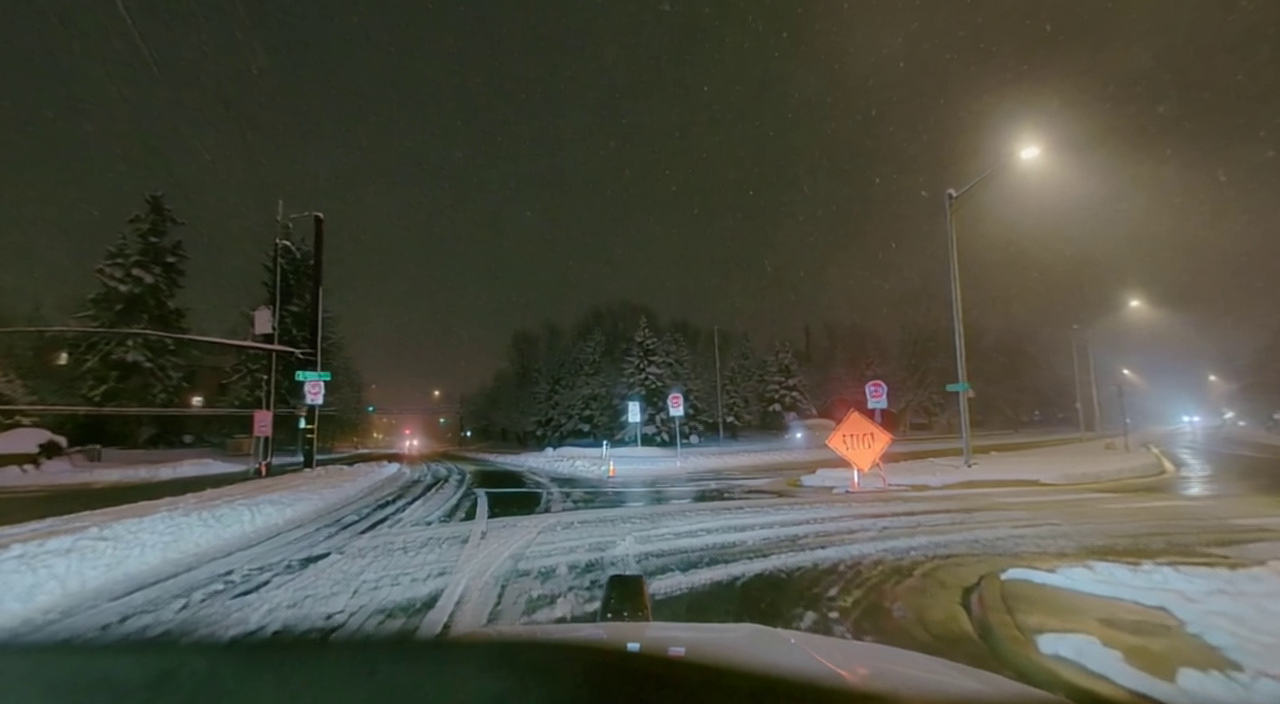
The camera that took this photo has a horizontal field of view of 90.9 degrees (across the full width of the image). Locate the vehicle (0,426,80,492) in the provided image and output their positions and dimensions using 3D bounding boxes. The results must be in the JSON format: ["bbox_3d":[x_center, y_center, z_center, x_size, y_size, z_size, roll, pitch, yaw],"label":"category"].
[{"bbox_3d":[-18.230,3.126,18.667,2.159,1.734,4.292,8,-12,-43],"label":"vehicle"}]

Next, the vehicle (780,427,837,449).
[{"bbox_3d":[13.374,6.827,49.963,4.302,1.628,1.957,5,-10,-33],"label":"vehicle"}]
